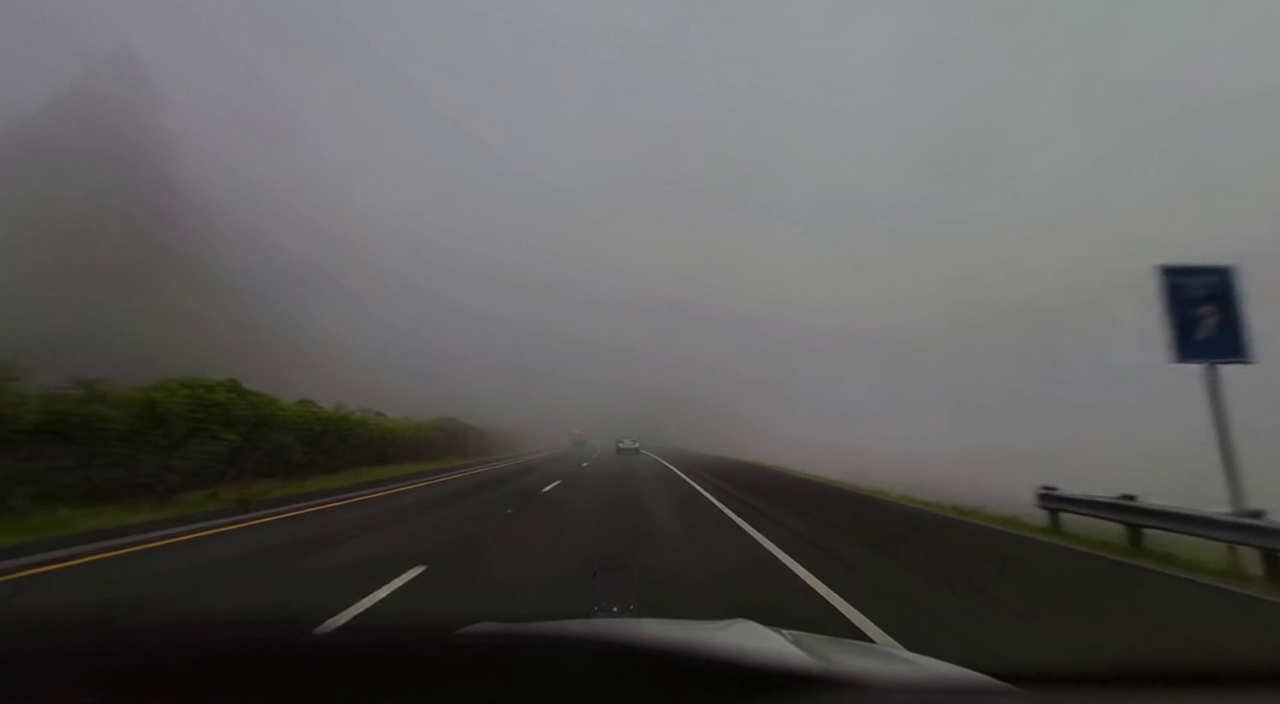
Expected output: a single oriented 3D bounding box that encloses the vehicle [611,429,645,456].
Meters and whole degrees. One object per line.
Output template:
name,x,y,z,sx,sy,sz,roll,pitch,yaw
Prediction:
vehicle,-0.804,5.798,40.382,2.041,1.618,3.898,0,-8,-3
